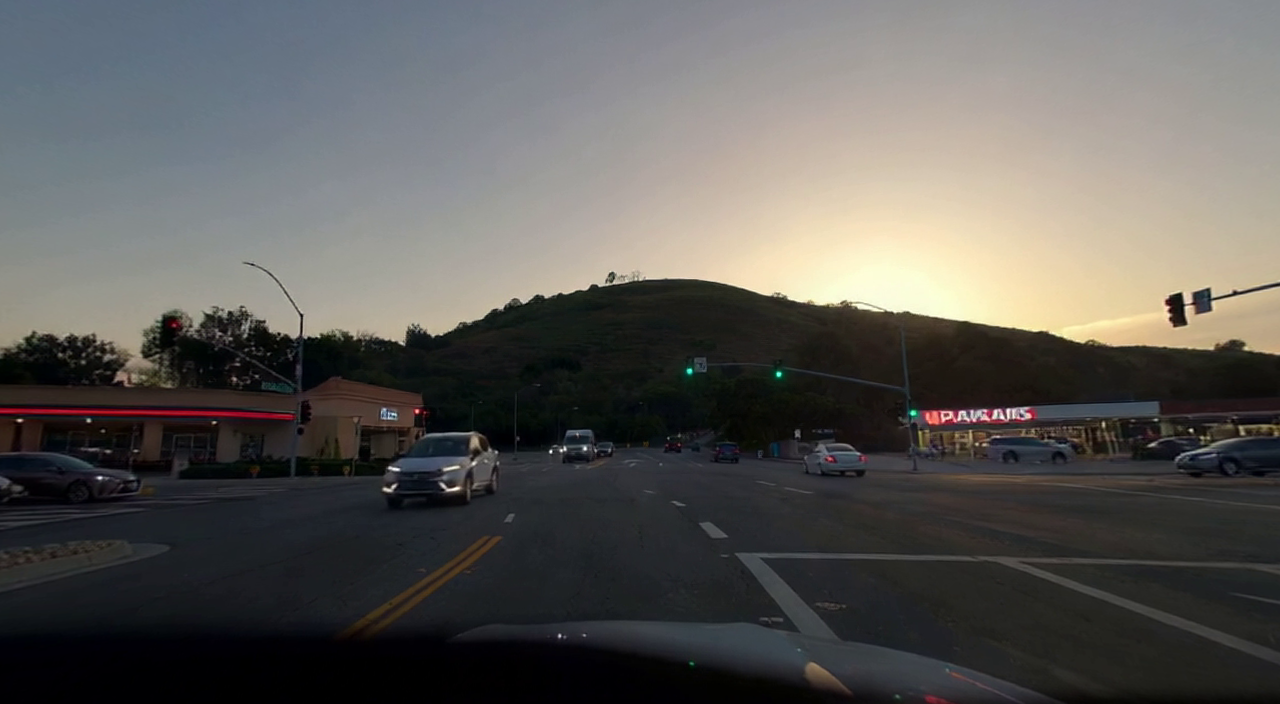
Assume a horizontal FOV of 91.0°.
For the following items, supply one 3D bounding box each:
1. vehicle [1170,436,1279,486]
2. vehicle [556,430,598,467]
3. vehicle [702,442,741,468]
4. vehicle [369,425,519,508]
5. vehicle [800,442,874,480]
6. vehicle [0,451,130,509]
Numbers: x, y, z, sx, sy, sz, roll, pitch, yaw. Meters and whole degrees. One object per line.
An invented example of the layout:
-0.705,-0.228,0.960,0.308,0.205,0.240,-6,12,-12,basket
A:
25.086,4.464,26.037,4.546,1.944,2.051,1,-9,-5,vehicle
-4.159,6.472,42.308,2.196,2.264,5.206,0,-8,1,vehicle
5.417,6.862,42.110,1.855,1.622,4.167,0,-8,-3,vehicle
-4.627,2.798,15.795,2.199,1.745,4.669,0,-8,1,vehicle
9.092,5.046,29.443,1.911,1.594,4.378,0,-9,-2,vehicle
-19.772,4.127,20.534,4.440,1.748,2.033,0,-8,1,vehicle
